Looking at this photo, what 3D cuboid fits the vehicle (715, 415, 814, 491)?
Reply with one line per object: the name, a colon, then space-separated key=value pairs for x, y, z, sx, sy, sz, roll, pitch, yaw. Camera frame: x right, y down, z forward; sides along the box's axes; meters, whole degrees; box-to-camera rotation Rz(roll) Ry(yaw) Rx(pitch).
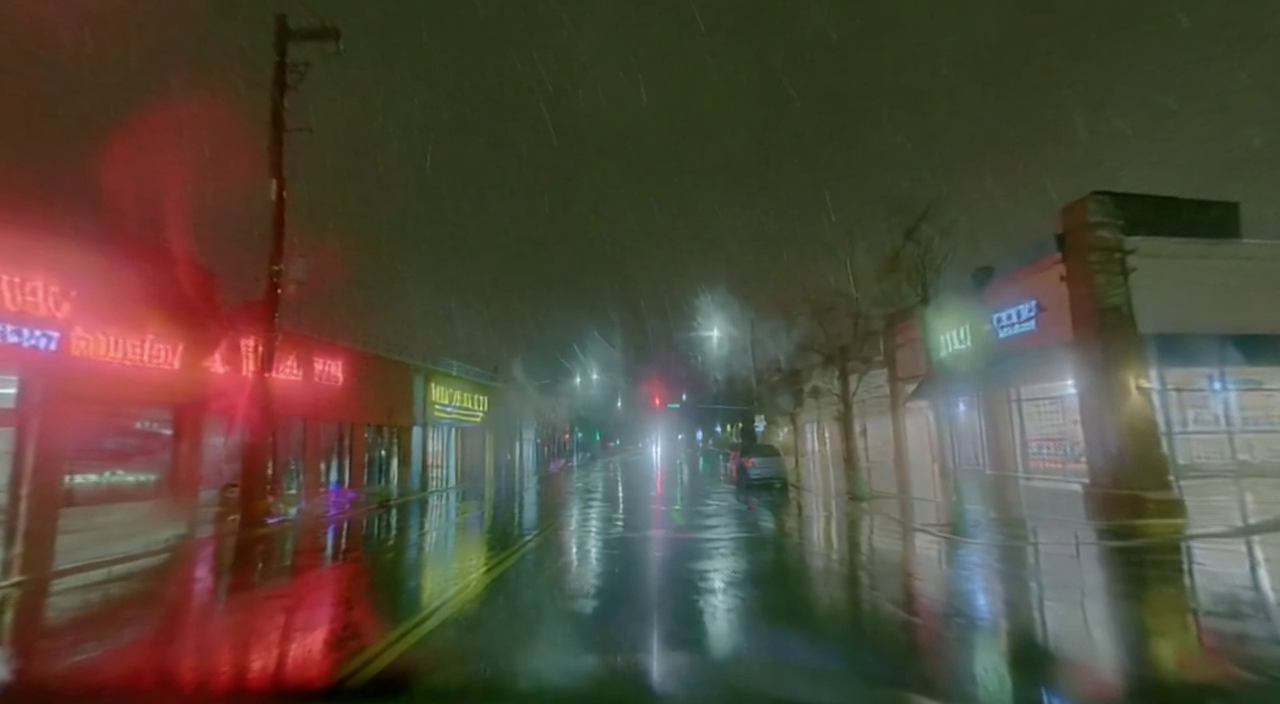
vehicle: x=3.621 y=2.996 z=19.310 sx=2.150 sy=2.013 sz=4.748 roll=-1 pitch=-7 yaw=2
